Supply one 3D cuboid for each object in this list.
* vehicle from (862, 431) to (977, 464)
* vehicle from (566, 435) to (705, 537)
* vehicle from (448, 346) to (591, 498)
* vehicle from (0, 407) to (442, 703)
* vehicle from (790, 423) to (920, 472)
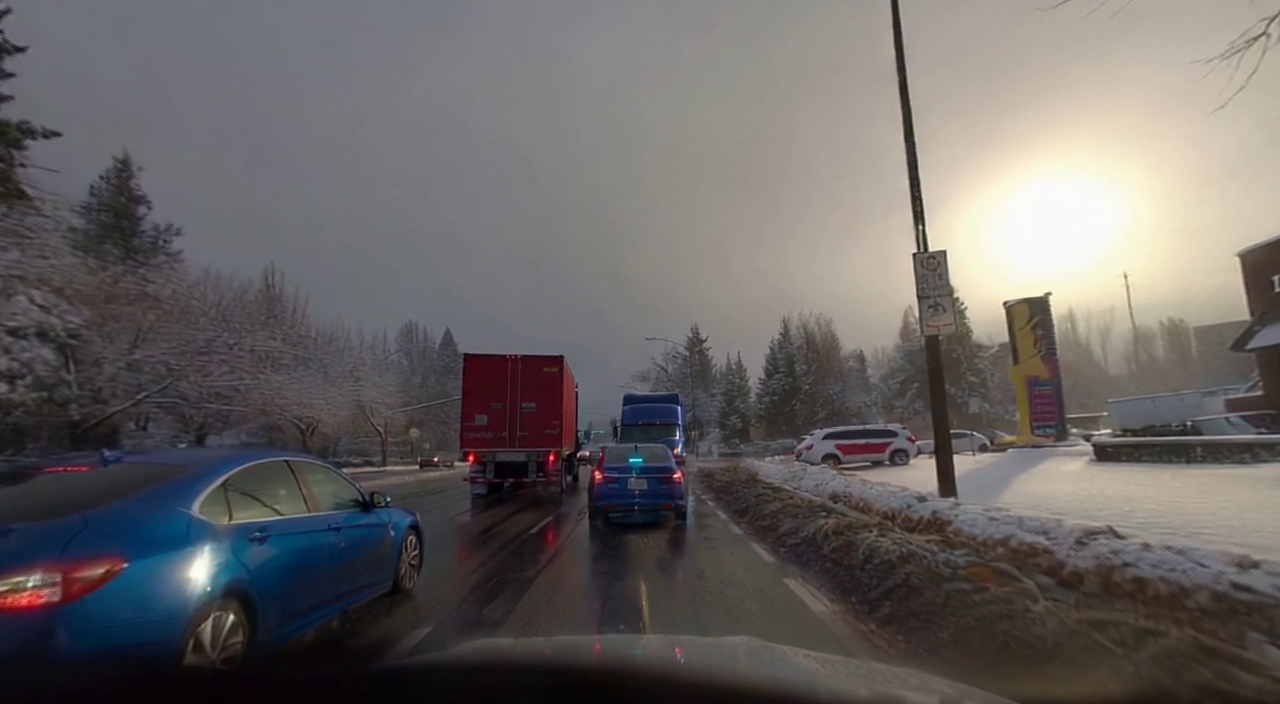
[{"bbox_3d":[13.303,4.564,30.086,4.574,1.478,1.880,0,-8,3],"label":"vehicle"},{"bbox_3d":[-0.094,2.322,11.524,2.067,1.506,4.118,0,-8,-1],"label":"vehicle"},{"bbox_3d":[-3.285,2.259,19.405,3.020,3.800,7.105,0,-8,0],"label":"vehicle"},{"bbox_3d":[-3.049,1.237,4.253,1.969,1.471,4.378,0,-8,0],"label":"vehicle"},{"bbox_3d":[8.956,4.046,26.610,2.061,1.845,4.829,6,-10,-36],"label":"vehicle"}]
